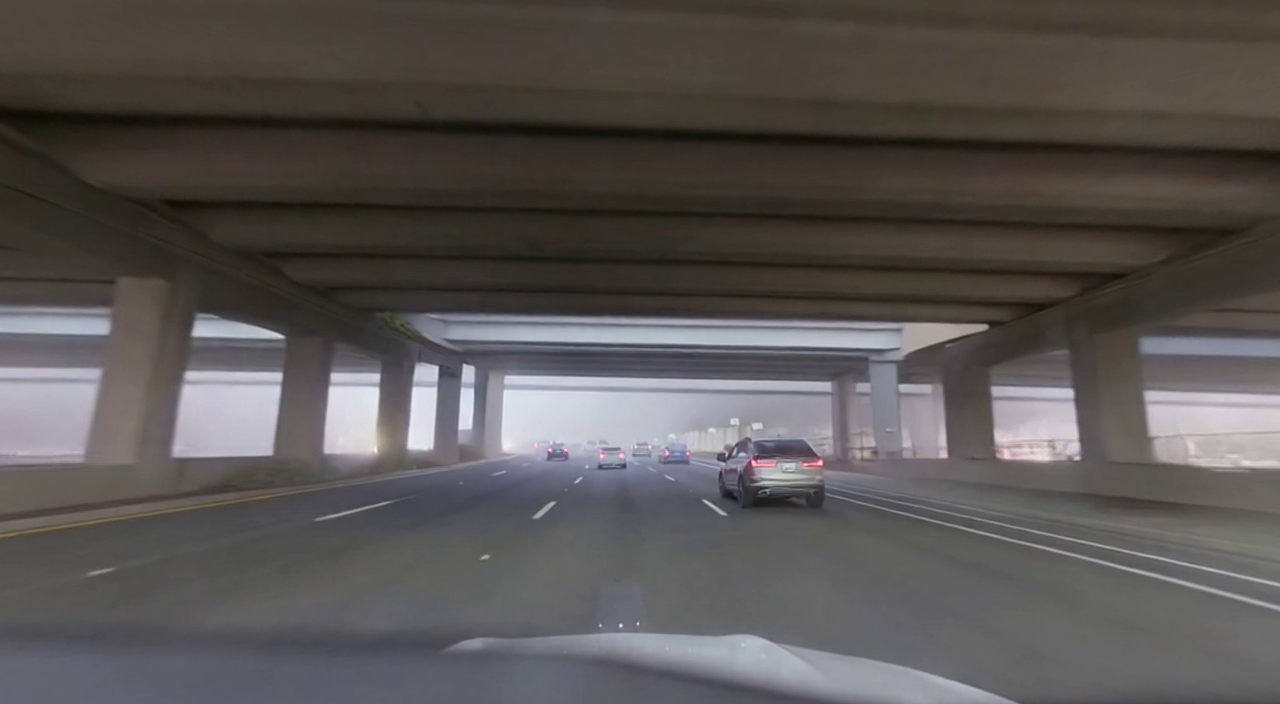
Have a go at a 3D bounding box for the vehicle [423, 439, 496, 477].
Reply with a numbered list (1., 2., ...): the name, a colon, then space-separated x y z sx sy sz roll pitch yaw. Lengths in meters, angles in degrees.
1. vehicle: -7.780 4.589 27.653 2.007 1.519 4.366 0 -8 -2

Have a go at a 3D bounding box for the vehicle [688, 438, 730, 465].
1. vehicle: 4.556 6.664 42.463 2.377 1.678 4.353 0 -8 0
